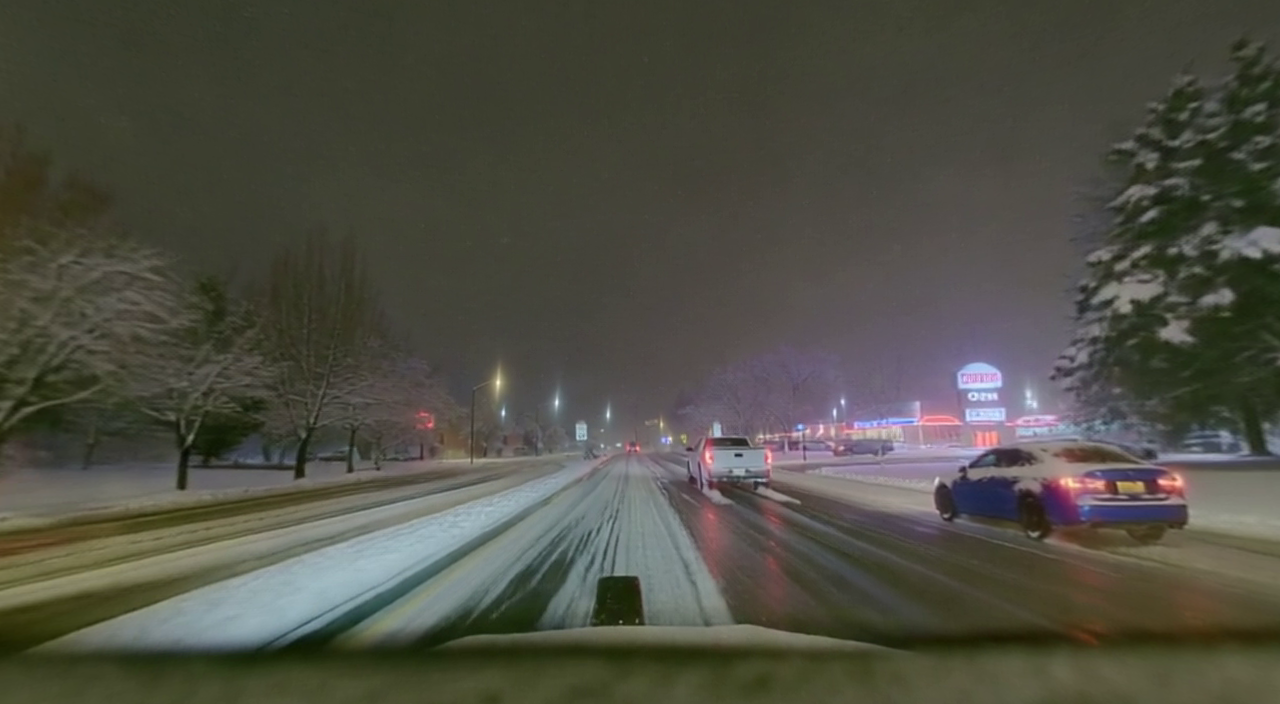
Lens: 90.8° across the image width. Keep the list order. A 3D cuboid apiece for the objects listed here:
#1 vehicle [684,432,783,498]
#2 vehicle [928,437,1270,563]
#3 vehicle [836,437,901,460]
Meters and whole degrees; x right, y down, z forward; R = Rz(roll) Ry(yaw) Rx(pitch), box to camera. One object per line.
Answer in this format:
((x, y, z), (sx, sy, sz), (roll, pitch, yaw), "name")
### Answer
((2.662, 3.396, 19.378), (2.214, 1.749, 4.998), (0, -9, -1), "vehicle")
((6.508, 2.099, 9.779), (1.986, 1.480, 4.296), (0, -9, -1), "vehicle")
((17.477, 7.448, 48.540), (4.262, 1.714, 2.084), (-1, -9, 6), "vehicle")
